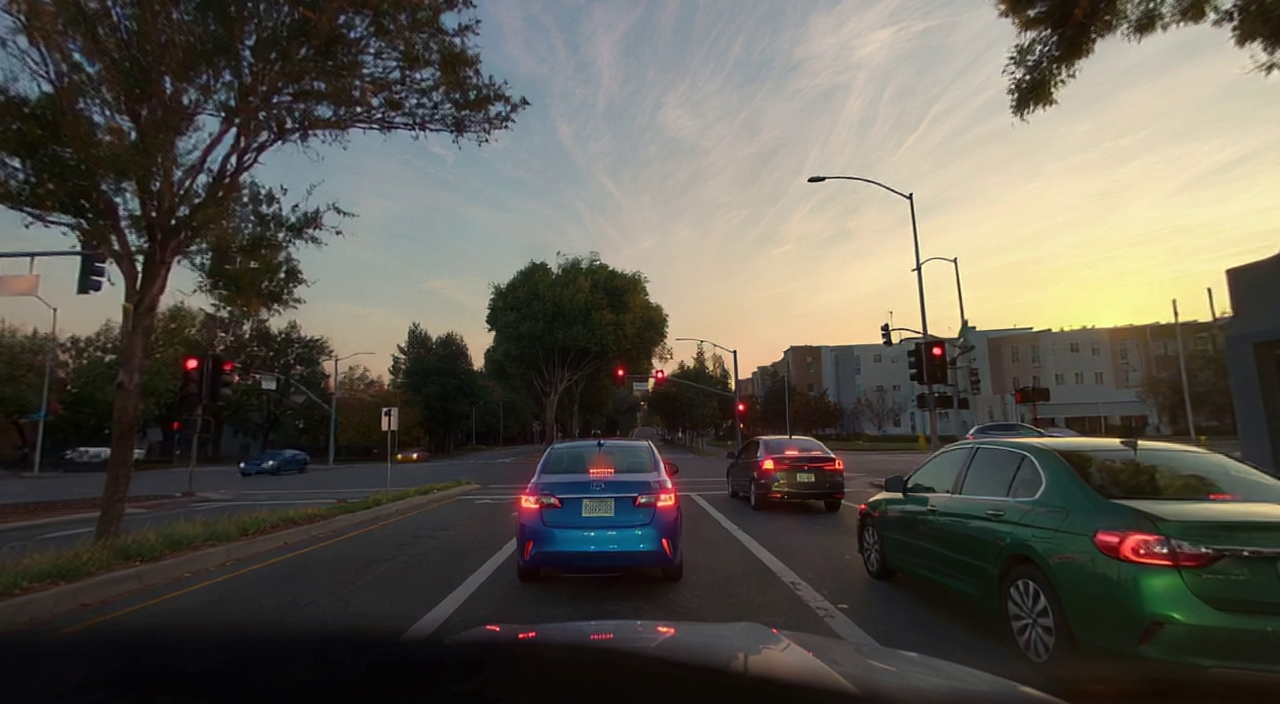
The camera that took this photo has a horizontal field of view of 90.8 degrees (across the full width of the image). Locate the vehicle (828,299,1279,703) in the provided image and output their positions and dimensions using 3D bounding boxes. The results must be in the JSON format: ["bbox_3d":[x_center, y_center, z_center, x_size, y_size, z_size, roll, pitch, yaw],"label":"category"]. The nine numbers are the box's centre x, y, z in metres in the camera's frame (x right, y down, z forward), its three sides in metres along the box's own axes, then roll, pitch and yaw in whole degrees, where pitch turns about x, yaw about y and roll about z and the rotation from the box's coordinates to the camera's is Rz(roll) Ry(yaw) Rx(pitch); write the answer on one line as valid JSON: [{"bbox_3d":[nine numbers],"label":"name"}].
[{"bbox_3d":[3.585,1.108,5.053,2.572,1.945,5.065,0,-8,0],"label":"vehicle"}]

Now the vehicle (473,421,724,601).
[{"bbox_3d":[-0.371,1.651,7.412,2.143,1.520,3.848,0,-8,-1],"label":"vehicle"}]

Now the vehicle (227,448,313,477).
[{"bbox_3d":[-21.597,6.452,37.172,2.091,1.534,4.846,0,-8,0],"label":"vehicle"}]

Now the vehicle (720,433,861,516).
[{"bbox_3d":[3.155,2.666,14.335,2.026,1.549,4.559,0,-8,-1],"label":"vehicle"}]
